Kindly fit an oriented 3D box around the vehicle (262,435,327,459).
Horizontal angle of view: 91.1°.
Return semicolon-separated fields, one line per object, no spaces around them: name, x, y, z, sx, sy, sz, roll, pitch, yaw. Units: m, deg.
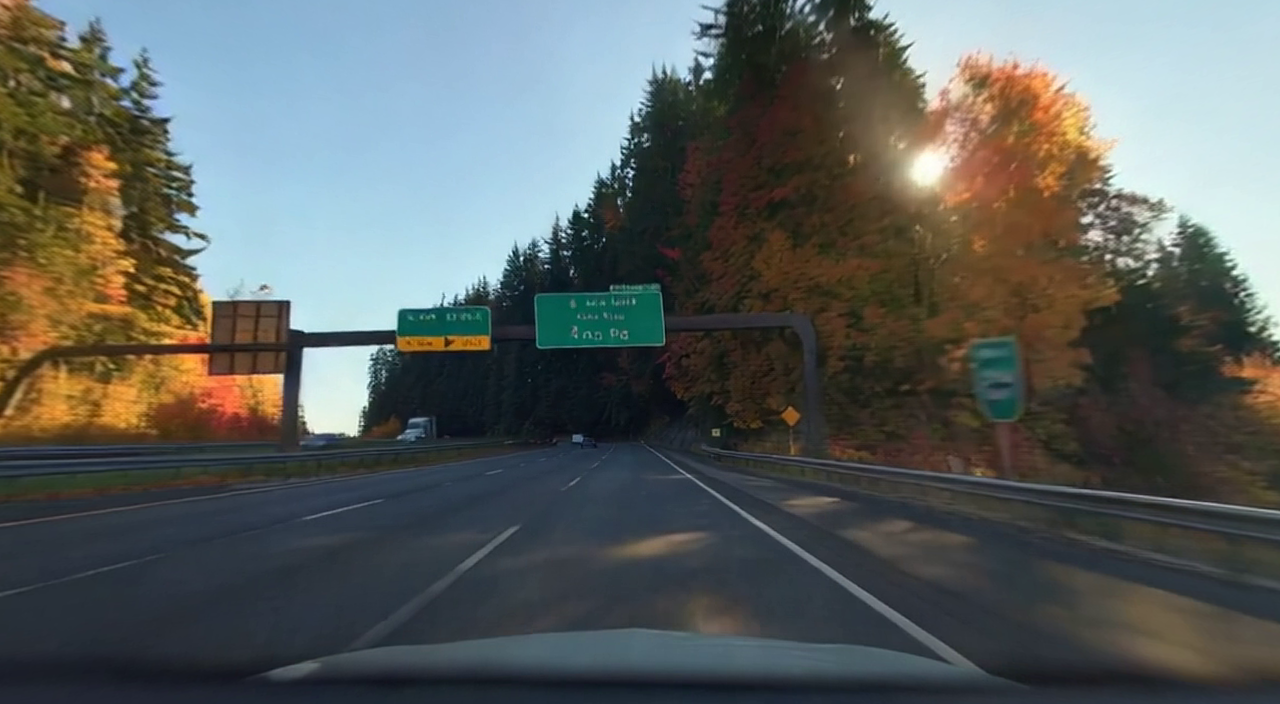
vehicle;-23.993;6.591;43.853;1.881;1.546;4.419;0;-8;2
